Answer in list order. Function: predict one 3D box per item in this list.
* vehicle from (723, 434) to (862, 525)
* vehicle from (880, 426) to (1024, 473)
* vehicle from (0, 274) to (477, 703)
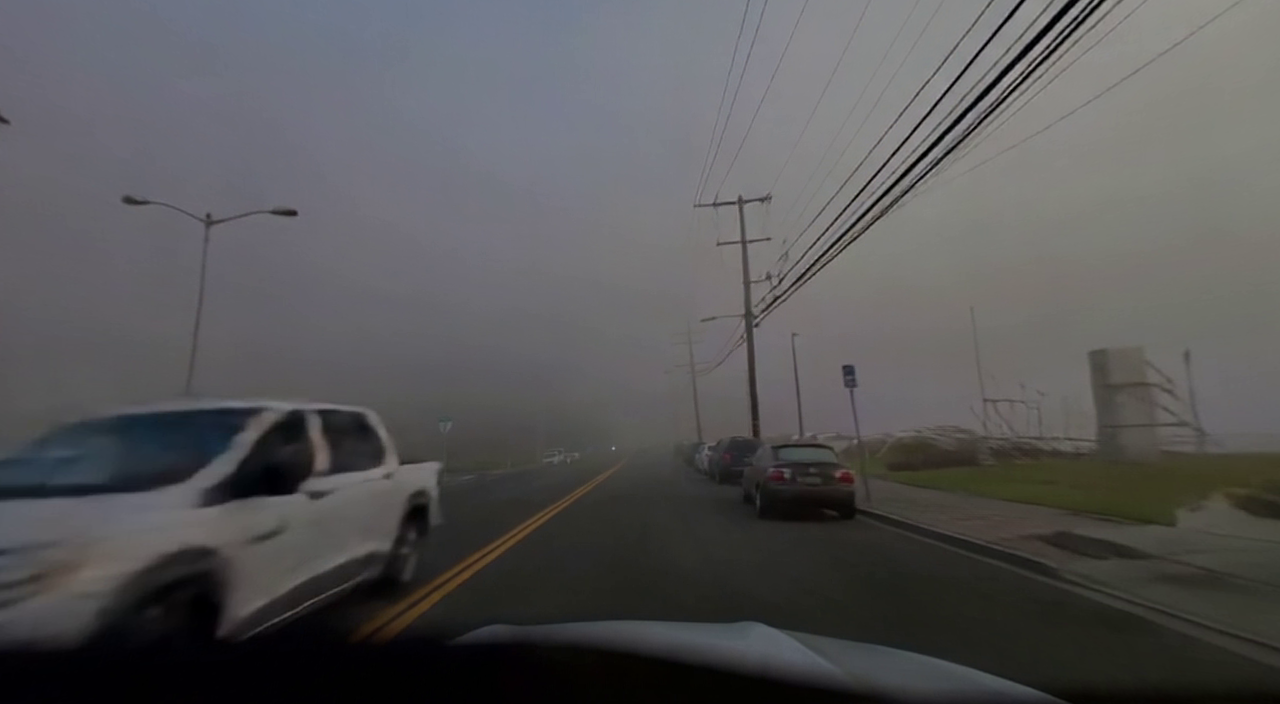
[{"bbox_3d":[2.941,2.490,13.112,2.261,1.503,4.695,-2,-8,9],"label":"vehicle"},{"bbox_3d":[10.669,3.377,21.859,3.944,1.476,1.852,-1,-10,1],"label":"vehicle"},{"bbox_3d":[-2.828,1.030,4.709,2.115,2.065,4.452,0,-9,-1],"label":"vehicle"}]
